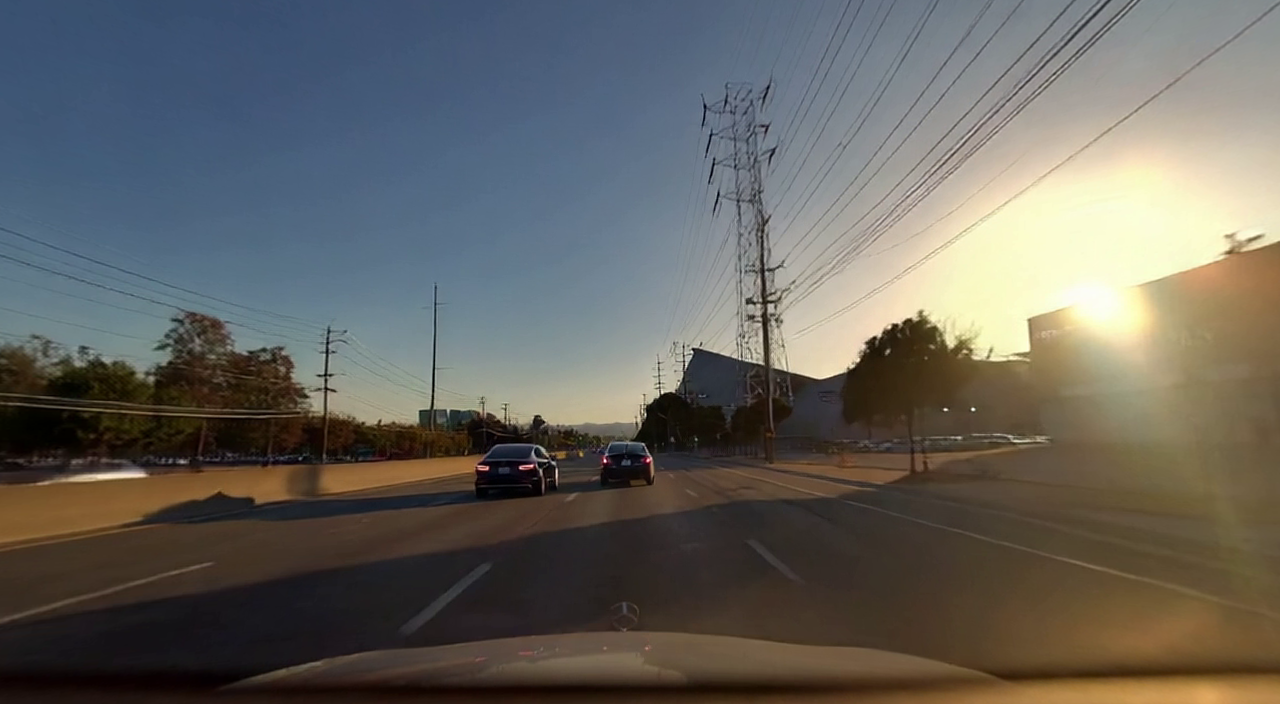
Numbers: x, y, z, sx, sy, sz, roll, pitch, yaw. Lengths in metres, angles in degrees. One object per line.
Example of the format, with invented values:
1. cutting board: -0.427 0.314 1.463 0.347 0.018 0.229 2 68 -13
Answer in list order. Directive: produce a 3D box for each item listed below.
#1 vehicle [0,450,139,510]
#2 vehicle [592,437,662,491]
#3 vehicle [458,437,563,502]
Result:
1. vehicle: -19.299 4.070 20.677 2.040 1.696 4.591 0 -8 0
2. vehicle: -0.418 3.783 21.726 2.189 1.652 4.135 0 -8 0
3. vehicle: -3.559 3.326 18.365 1.985 1.607 4.892 0 -8 1
